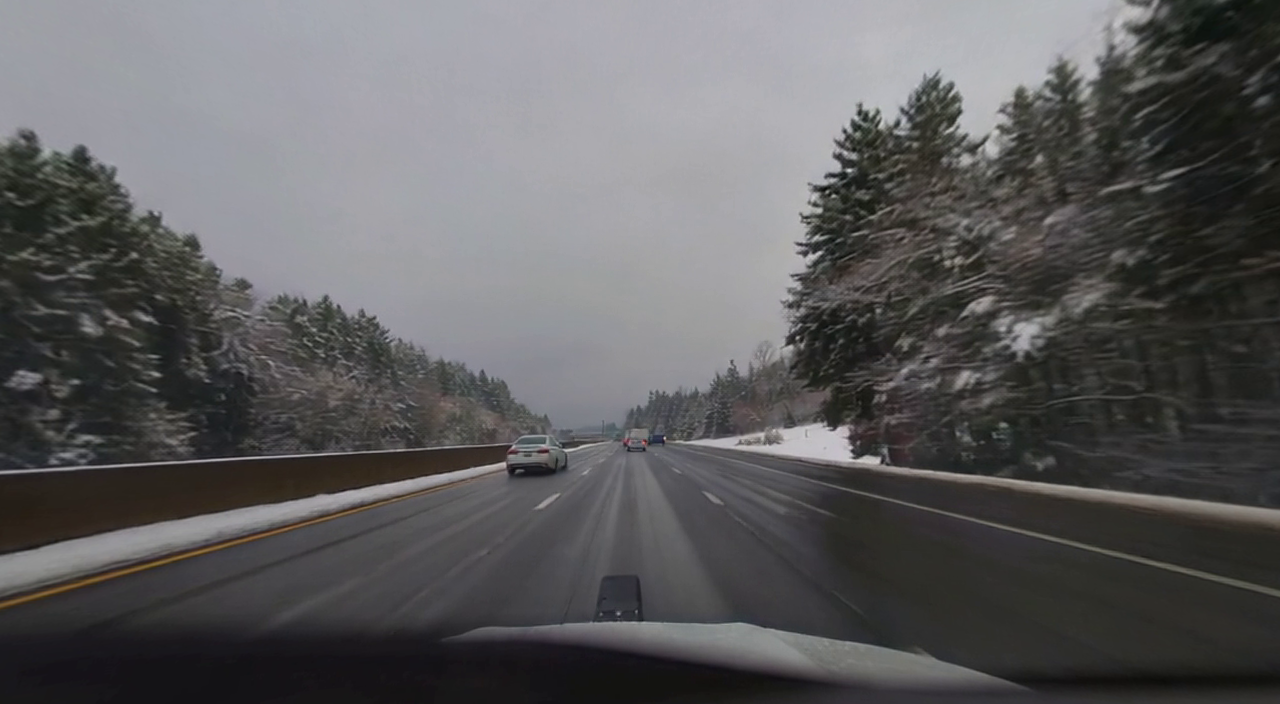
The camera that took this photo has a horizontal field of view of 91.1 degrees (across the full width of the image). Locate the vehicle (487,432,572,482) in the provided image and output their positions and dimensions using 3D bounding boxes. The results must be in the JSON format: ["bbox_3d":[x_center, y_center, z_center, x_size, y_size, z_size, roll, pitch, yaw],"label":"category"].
[{"bbox_3d":[-3.605,3.530,21.432,2.103,1.507,4.367,0,-8,0],"label":"vehicle"}]
